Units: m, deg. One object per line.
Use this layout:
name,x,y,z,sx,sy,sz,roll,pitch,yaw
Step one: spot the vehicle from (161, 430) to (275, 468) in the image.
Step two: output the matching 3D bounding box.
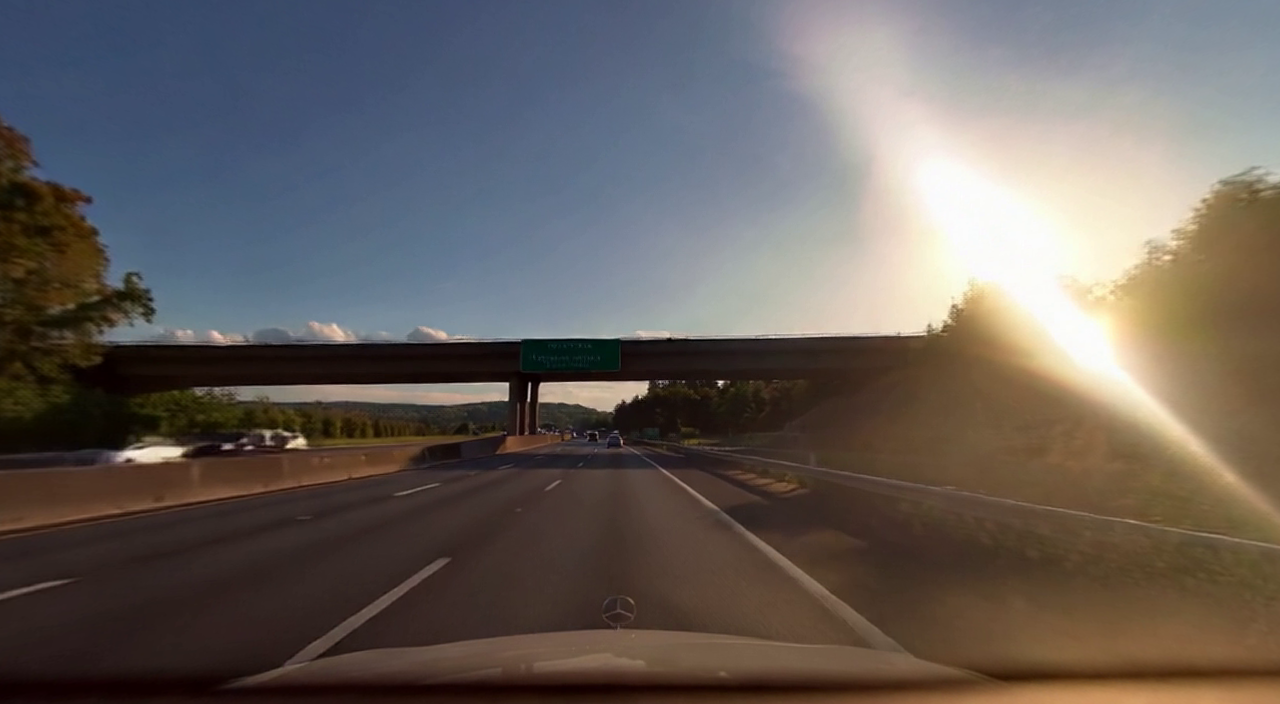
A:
vehicle,-18.538,4.258,27.929,2.025,1.539,4.484,0,-8,-1

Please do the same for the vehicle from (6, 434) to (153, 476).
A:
vehicle,-22.055,4.029,25.023,1.851,1.475,4.417,0,-8,-1
